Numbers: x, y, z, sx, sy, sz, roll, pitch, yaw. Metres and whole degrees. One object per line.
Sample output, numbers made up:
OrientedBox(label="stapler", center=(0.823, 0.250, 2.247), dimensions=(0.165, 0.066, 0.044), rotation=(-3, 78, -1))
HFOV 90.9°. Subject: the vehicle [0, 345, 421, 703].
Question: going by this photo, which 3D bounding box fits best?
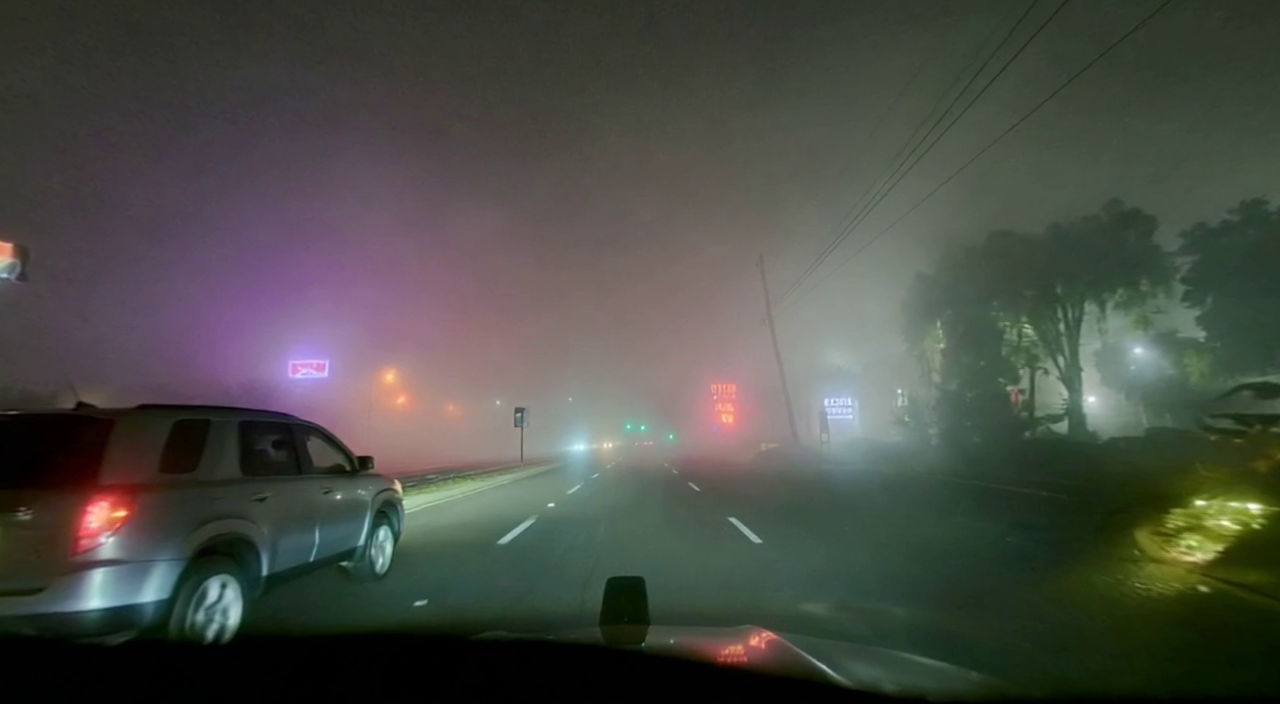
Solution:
OrientedBox(label="vehicle", center=(-3.517, 1.154, 4.701), dimensions=(2.062, 1.693, 4.669), rotation=(0, -8, 0))
